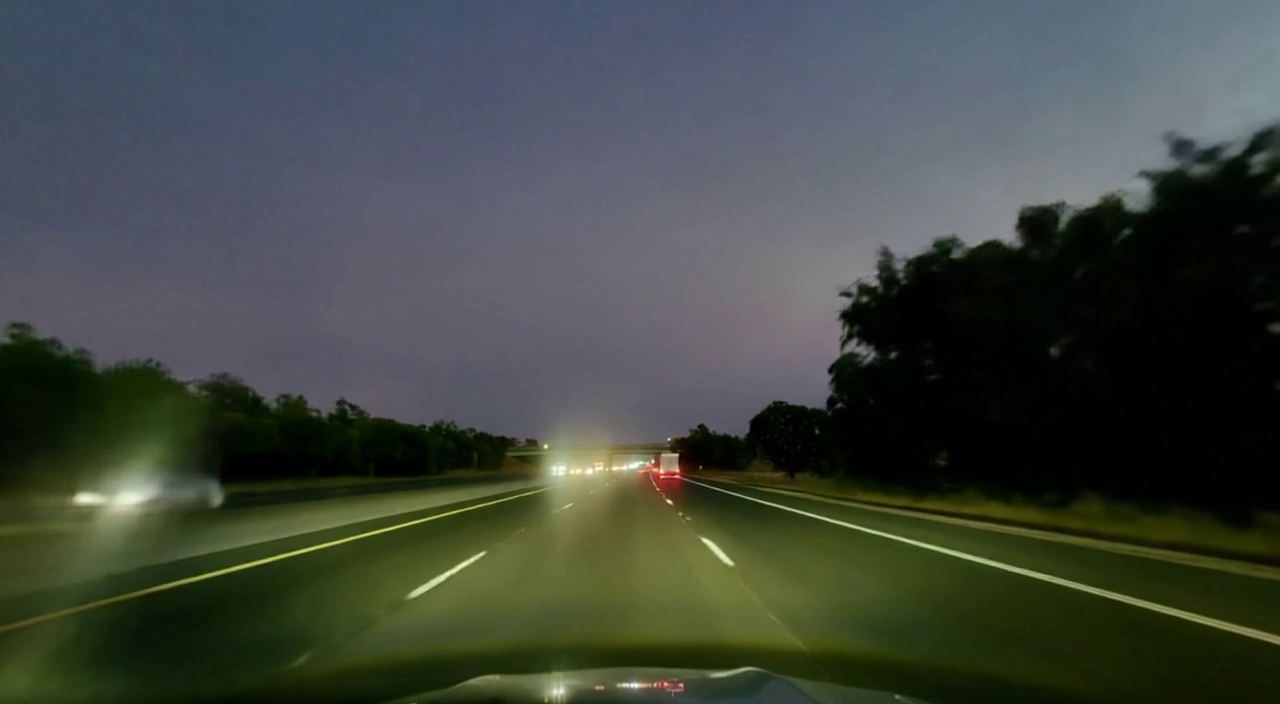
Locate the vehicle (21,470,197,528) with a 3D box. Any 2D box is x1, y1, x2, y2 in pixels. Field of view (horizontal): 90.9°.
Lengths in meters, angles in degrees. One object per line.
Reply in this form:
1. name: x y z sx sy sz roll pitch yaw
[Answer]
1. vehicle: -16.179 4.464 19.544 1.830 1.526 4.105 1 -11 0
